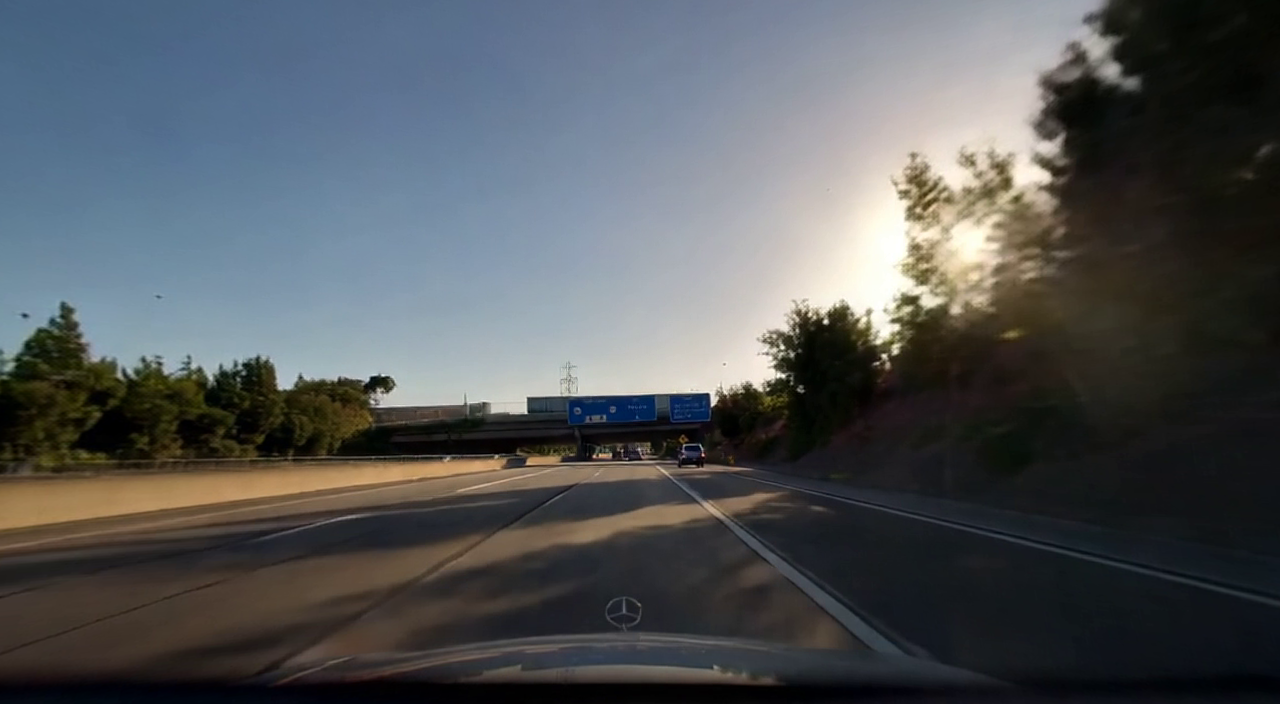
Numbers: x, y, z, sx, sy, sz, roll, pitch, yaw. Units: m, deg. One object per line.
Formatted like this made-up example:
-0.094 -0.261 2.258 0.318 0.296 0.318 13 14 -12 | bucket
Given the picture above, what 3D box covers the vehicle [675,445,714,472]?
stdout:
3.557 7.108 42.333 2.133 1.746 4.511 0 -9 -1 | vehicle
